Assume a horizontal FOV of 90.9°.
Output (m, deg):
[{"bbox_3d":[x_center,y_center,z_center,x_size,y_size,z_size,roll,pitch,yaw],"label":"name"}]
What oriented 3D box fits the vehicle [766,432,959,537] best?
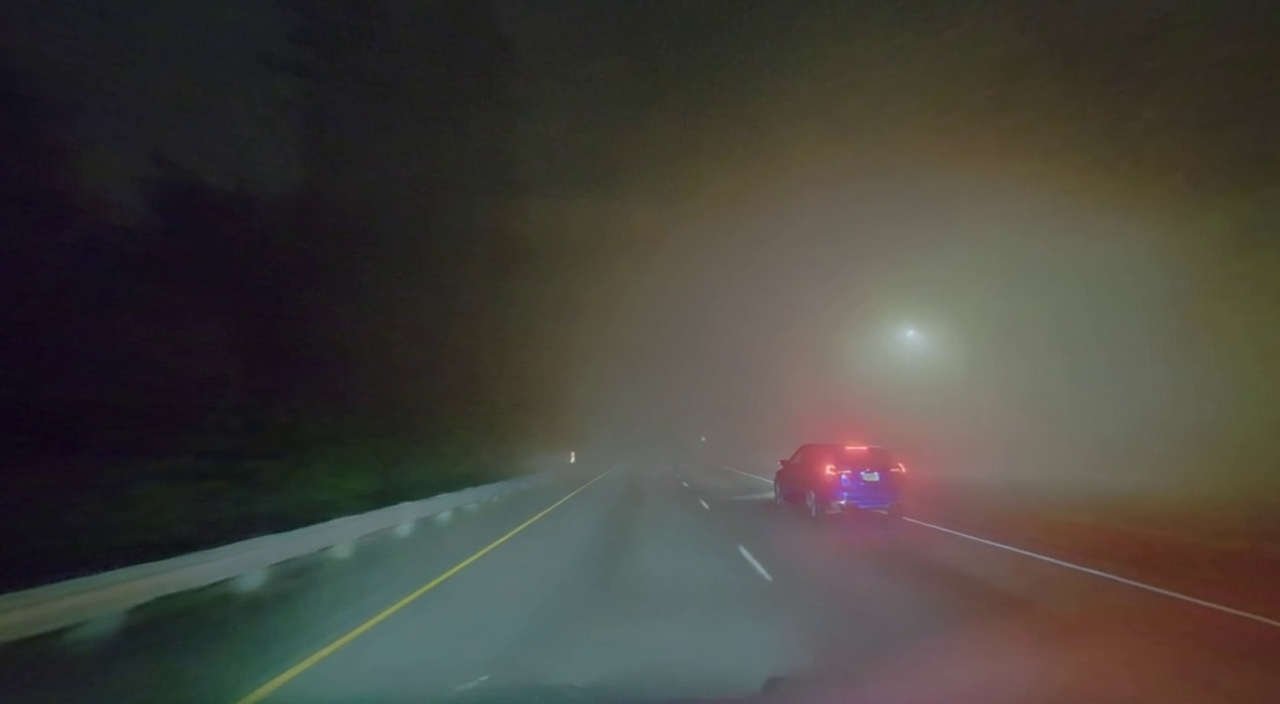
[{"bbox_3d":[3.658,2.238,11.277,1.997,1.515,4.025,0,-8,0],"label":"vehicle"}]
